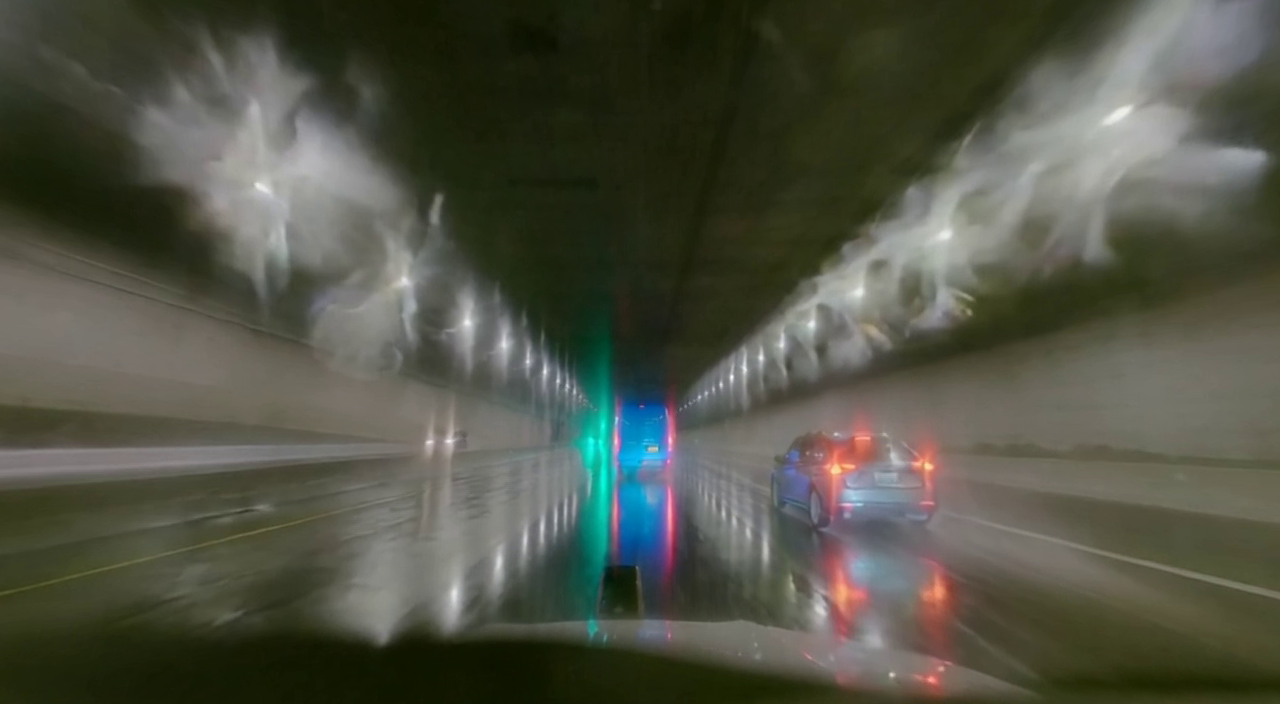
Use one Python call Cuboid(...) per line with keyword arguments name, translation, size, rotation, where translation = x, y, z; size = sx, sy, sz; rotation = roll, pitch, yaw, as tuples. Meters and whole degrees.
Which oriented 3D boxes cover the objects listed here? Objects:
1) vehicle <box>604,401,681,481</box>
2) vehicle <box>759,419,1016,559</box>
Cuboid(name="vehicle", translation=(0.103, 3.123, 22.278), size=(2.404, 2.459, 5.229), rotation=(0, -8, 1))
Cuboid(name="vehicle", translation=(3.175, 1.824, 9.162), size=(2.095, 1.553, 4.069), rotation=(0, -8, 0))
